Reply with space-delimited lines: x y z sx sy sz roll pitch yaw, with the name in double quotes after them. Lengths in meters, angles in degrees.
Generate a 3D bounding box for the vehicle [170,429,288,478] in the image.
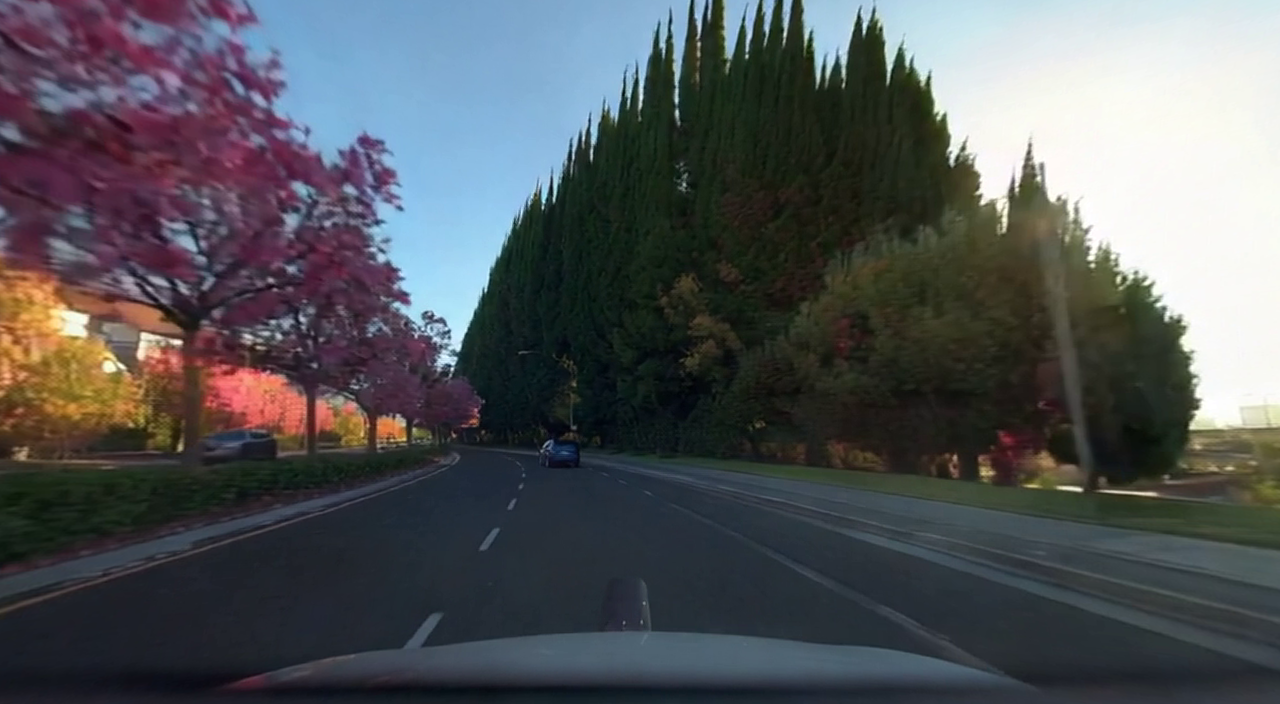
-16.065 3.984 24.877 2.172 1.738 4.617 1 -9 -10 "vehicle"

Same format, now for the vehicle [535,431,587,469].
-4.202 5.106 32.826 2.166 1.828 4.607 2 -9 -13 "vehicle"
